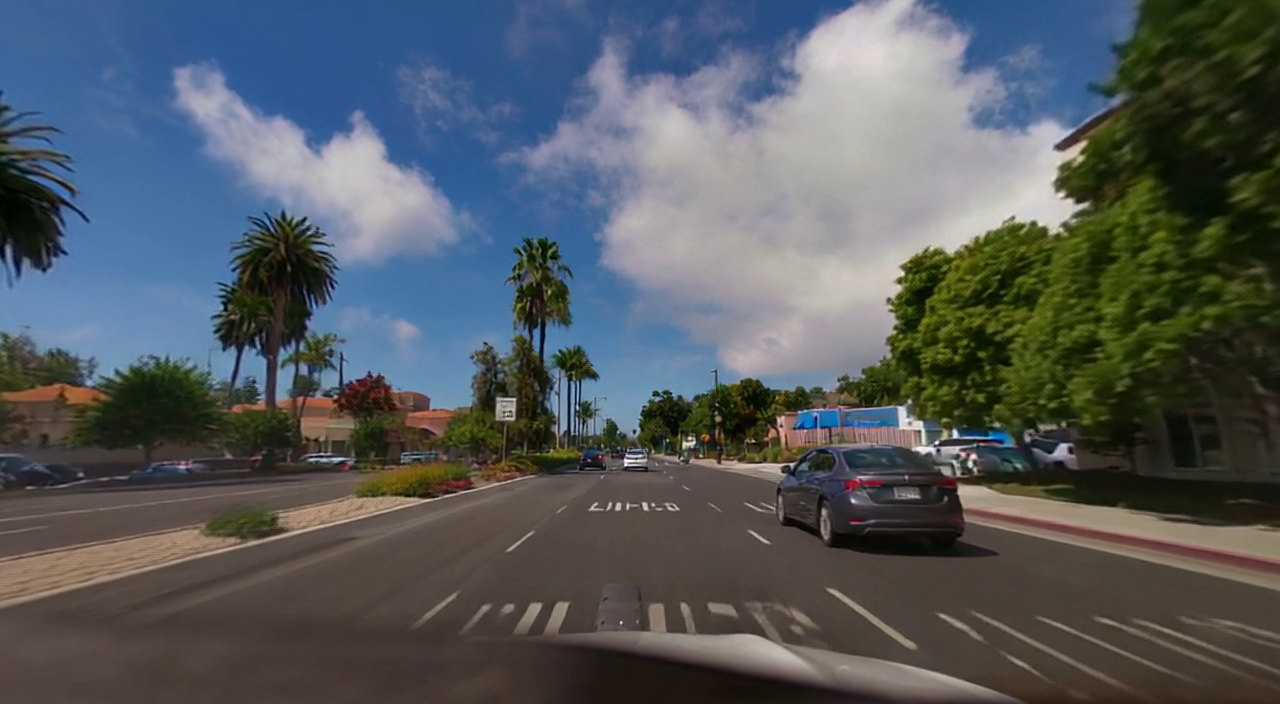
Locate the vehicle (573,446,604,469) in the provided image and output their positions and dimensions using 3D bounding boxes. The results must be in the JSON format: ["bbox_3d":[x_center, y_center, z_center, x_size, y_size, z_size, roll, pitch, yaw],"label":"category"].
[{"bbox_3d":[-3.969,8.264,49.627,2.071,1.744,4.500,0,-9,0],"label":"vehicle"}]

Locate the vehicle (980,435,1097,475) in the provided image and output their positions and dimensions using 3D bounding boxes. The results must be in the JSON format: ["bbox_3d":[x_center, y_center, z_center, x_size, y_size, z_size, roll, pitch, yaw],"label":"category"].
[{"bbox_3d":[18.067,4.716,29.021,2.005,1.635,4.944,0,-9,-2],"label":"vehicle"}]

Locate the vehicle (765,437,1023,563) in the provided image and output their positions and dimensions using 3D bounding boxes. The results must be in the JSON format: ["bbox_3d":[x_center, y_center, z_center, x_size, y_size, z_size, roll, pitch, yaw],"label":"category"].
[{"bbox_3d":[3.571,2.168,10.061,2.090,1.503,4.566,0,-9,-2],"label":"vehicle"}]

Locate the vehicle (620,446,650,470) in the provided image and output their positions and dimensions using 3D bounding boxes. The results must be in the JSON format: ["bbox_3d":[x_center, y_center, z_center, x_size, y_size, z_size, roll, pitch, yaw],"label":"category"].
[{"bbox_3d":[-0.392,7.598,45.380,2.102,1.653,3.698,0,-9,-1],"label":"vehicle"}]

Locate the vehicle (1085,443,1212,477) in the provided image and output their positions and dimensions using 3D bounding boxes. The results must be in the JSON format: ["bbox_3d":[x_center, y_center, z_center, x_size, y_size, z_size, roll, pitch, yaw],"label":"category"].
[{"bbox_3d":[23.170,4.926,29.045,2.094,1.433,4.216,0,-9,-5],"label":"vehicle"}]

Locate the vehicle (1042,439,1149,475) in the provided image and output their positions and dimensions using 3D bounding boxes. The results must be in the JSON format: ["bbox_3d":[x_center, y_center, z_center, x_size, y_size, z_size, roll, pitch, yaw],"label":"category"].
[{"bbox_3d":[20.729,4.800,28.956,1.909,1.511,3.835,0,-9,-2],"label":"vehicle"}]
